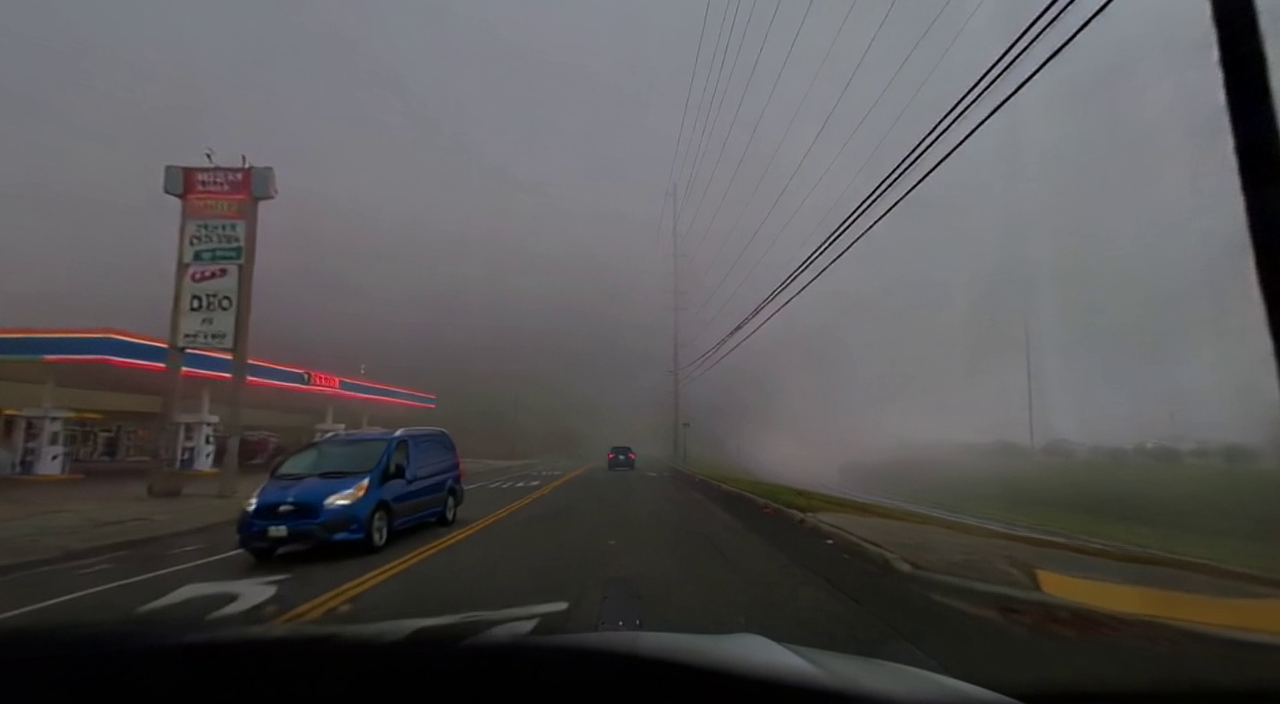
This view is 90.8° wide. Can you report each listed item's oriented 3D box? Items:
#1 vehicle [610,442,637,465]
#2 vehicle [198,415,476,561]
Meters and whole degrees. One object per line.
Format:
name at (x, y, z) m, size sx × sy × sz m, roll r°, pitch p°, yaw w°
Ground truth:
vehicle at (-1.236, 7.787, 48.756) m, size 2.000 × 1.663 × 4.271 m, roll 0°, pitch -8°, yaw -1°
vehicle at (-4.519, 2.074, 10.583) m, size 2.274 × 1.844 × 4.843 m, roll 0°, pitch -8°, yaw -1°
